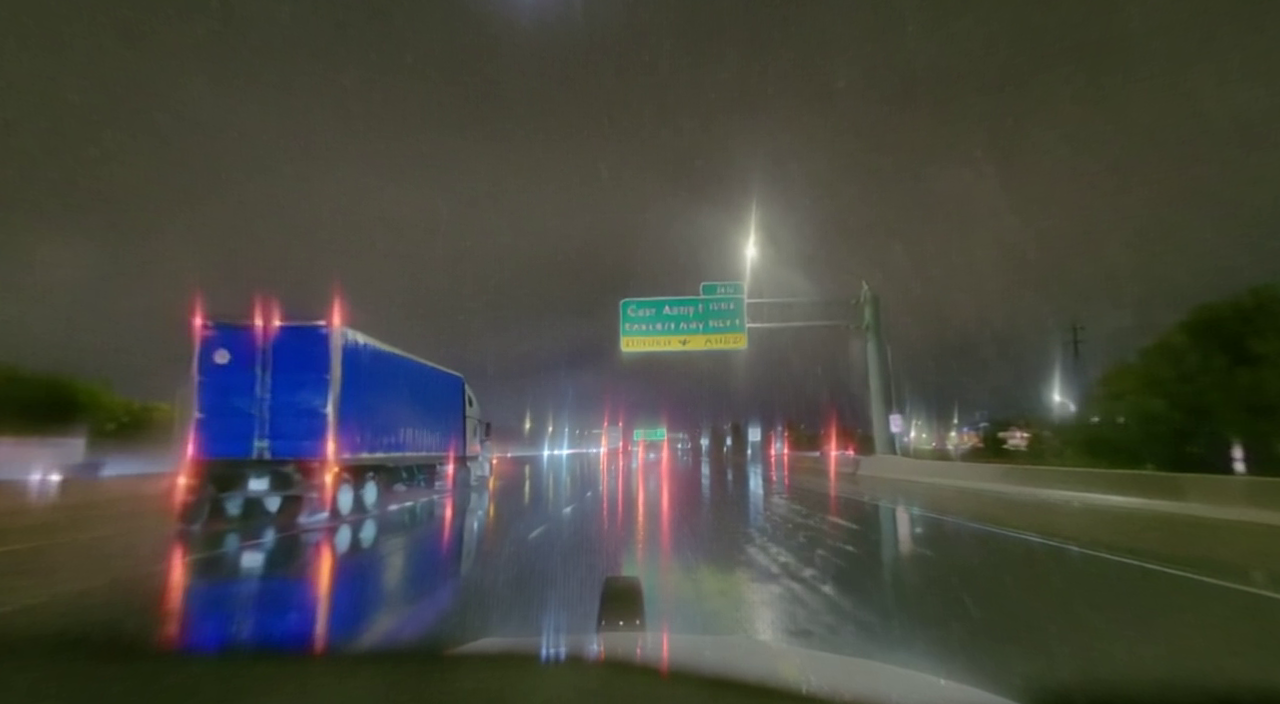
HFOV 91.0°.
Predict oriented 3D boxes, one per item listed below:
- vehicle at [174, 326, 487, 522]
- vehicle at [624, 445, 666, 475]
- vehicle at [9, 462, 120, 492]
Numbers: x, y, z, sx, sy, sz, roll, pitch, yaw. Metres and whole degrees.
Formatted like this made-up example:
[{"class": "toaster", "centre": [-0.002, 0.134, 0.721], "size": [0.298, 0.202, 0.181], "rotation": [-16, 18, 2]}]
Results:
[{"class": "vehicle", "centre": [-7.325, 2.212, 17.811], "size": [3.067, 3.804, 11.136], "rotation": [0, -9, 1]}, {"class": "vehicle", "centre": [0.234, 5.677, 33.231], "size": [2.066, 1.469, 4.050], "rotation": [0, -9, -1]}, {"class": "vehicle", "centre": [-34.421, 7.469, 37.879], "size": [1.980, 1.590, 4.757], "rotation": [0, -9, 3]}]
